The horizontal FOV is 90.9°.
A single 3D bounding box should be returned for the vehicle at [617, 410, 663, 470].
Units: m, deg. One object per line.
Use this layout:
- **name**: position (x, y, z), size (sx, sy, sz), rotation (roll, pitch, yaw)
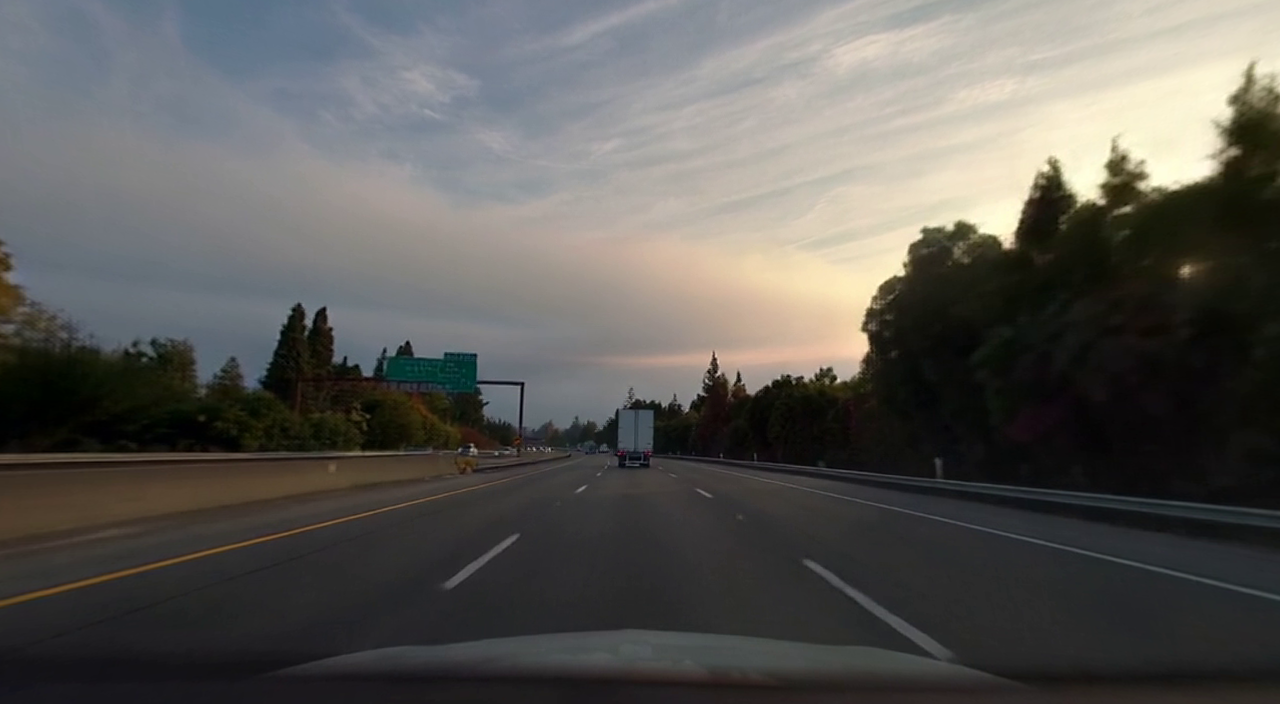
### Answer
- **vehicle**: position (-0.193, 6.589, 46.690), size (2.962, 3.953, 10.696), rotation (0, -9, -2)
